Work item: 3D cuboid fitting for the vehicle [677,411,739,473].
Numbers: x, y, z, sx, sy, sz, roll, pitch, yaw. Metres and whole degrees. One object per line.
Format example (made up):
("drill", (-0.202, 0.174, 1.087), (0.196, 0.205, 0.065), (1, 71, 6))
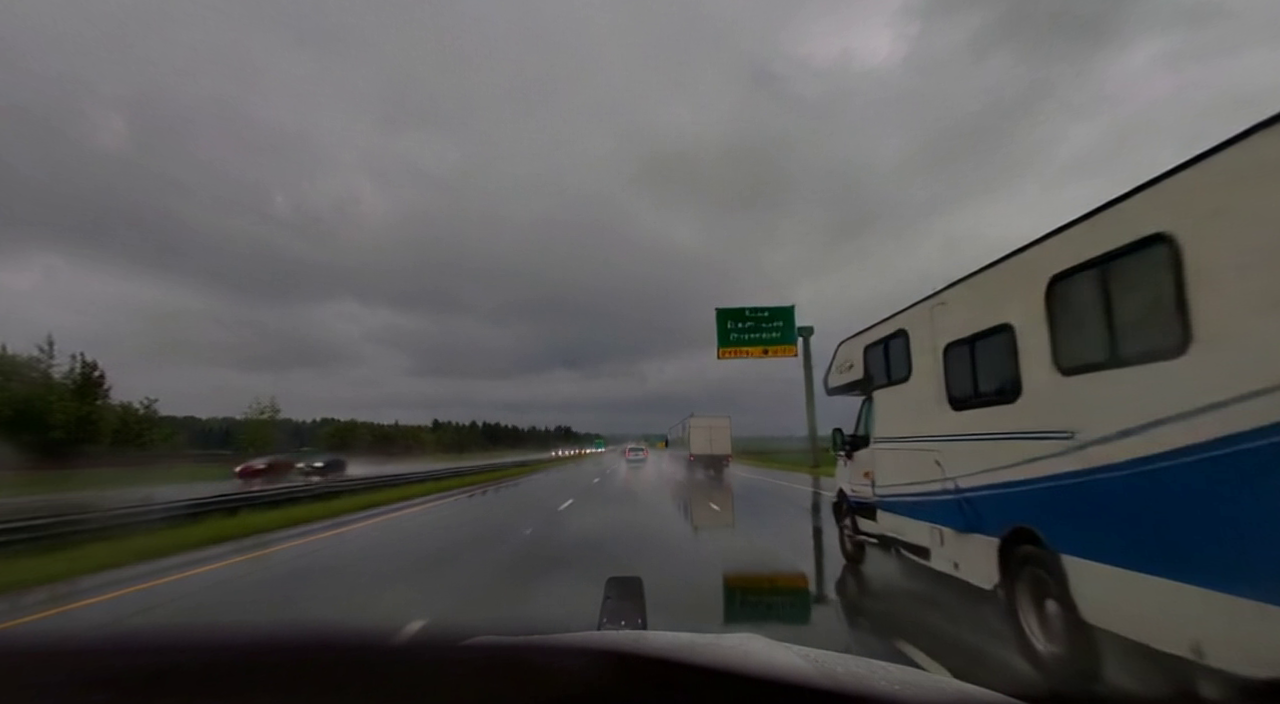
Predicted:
("vehicle", (4.106, 5.782, 40.153), (2.931, 3.530, 8.760), (0, -9, -1))

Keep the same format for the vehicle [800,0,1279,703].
("vehicle", (3.648, 0.495, 4.934), (2.698, 3.001, 7.323), (0, -9, -1))

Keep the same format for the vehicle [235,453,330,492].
("vehicle", (-15.431, 5.192, 27.458), (1.767, 1.499, 3.962), (0, -9, 0))

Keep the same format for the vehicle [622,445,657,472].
("vehicle", (-0.036, 6.997, 41.600), (2.151, 1.678, 3.923), (0, -9, 0))
